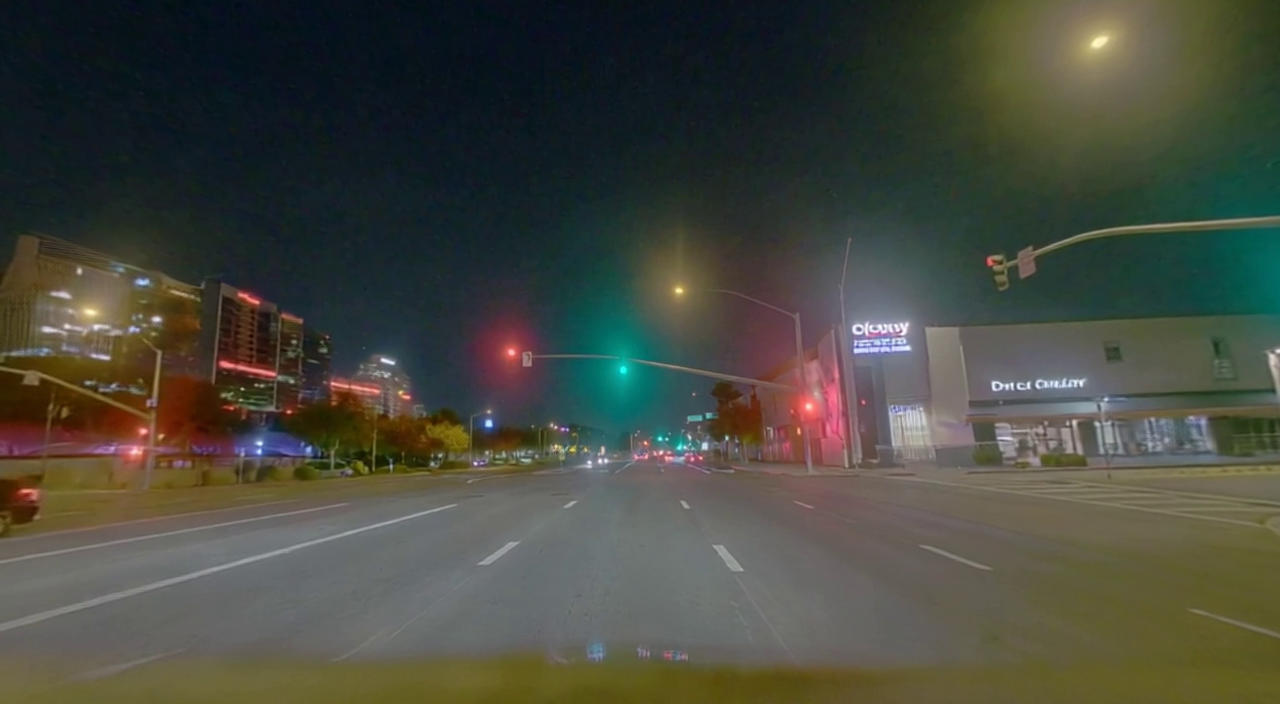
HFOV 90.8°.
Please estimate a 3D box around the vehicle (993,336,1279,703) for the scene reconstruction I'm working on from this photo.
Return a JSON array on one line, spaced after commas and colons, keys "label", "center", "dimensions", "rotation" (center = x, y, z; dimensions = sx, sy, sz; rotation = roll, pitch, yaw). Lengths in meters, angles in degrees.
[{"label": "vehicle", "center": [3.344, 0.722, 1.795], "dimensions": [1.973, 1.697, 4.377], "rotation": [0, -8, -3]}]
